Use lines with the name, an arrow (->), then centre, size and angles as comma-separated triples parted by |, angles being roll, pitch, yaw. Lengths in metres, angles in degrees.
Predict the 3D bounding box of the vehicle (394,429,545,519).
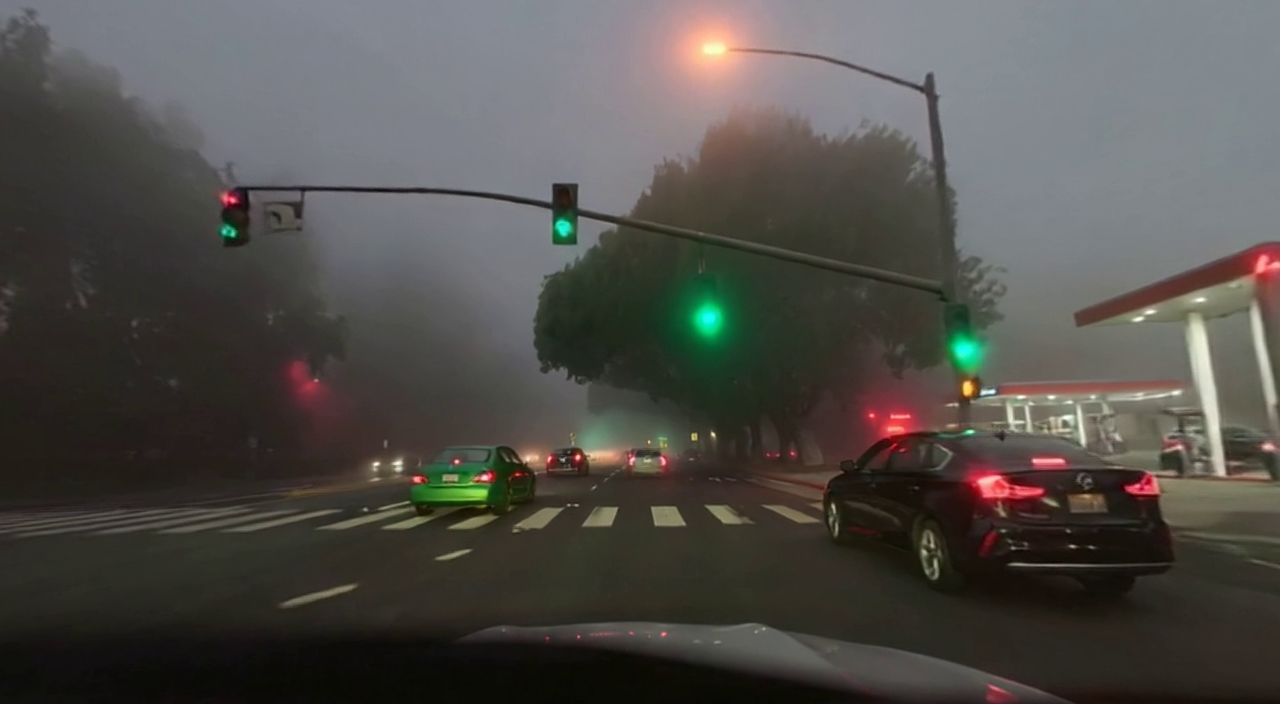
vehicle -> -3.628, 2.701, 14.523 | 2.023, 1.687, 4.874 | 0, -8, 1

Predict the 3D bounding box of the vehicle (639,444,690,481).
vehicle -> 0.950, 4.674, 26.890 | 1.994, 1.433, 3.894 | 0, -8, -1

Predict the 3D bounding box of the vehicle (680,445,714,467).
vehicle -> 3.956, 7.299, 44.548 | 1.920, 1.479, 4.548 | 0, -8, 0

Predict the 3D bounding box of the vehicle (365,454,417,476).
vehicle -> -17.985, 8.153, 45.757 | 1.858, 1.460, 4.447 | -1, -8, 1

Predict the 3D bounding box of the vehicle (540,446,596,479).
vehicle -> -3.316, 5.183, 29.955 | 1.995, 1.436, 4.500 | 0, -8, 1

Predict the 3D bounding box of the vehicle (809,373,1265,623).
vehicle -> 3.501, 1.389, 6.920 | 1.992, 1.805, 4.549 | 0, -8, 0
